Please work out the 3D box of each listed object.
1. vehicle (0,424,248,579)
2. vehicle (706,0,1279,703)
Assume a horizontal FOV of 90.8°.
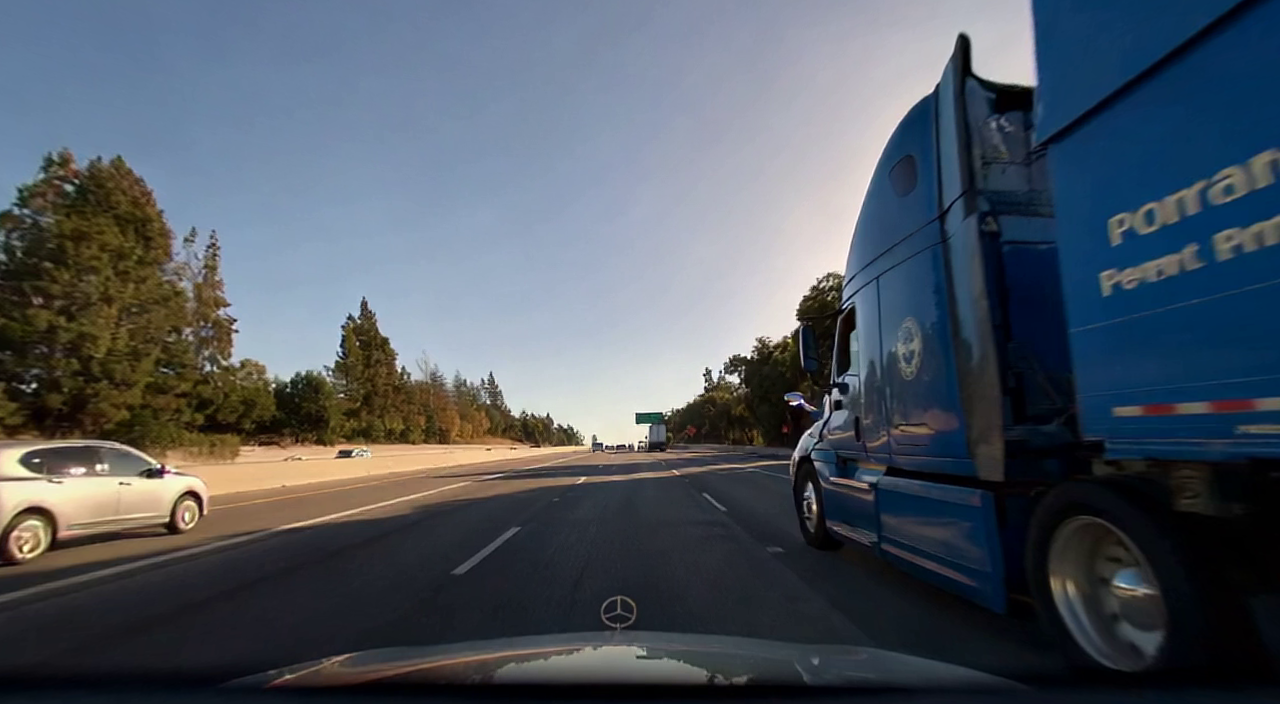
[{"bbox_3d":[-7.288,1.712,7.817,2.033,1.494,4.508,0,-9,-1],"label":"vehicle"},{"bbox_3d":[3.110,0.452,8.262,2.985,3.985,10.516,0,-9,-2],"label":"vehicle"}]
